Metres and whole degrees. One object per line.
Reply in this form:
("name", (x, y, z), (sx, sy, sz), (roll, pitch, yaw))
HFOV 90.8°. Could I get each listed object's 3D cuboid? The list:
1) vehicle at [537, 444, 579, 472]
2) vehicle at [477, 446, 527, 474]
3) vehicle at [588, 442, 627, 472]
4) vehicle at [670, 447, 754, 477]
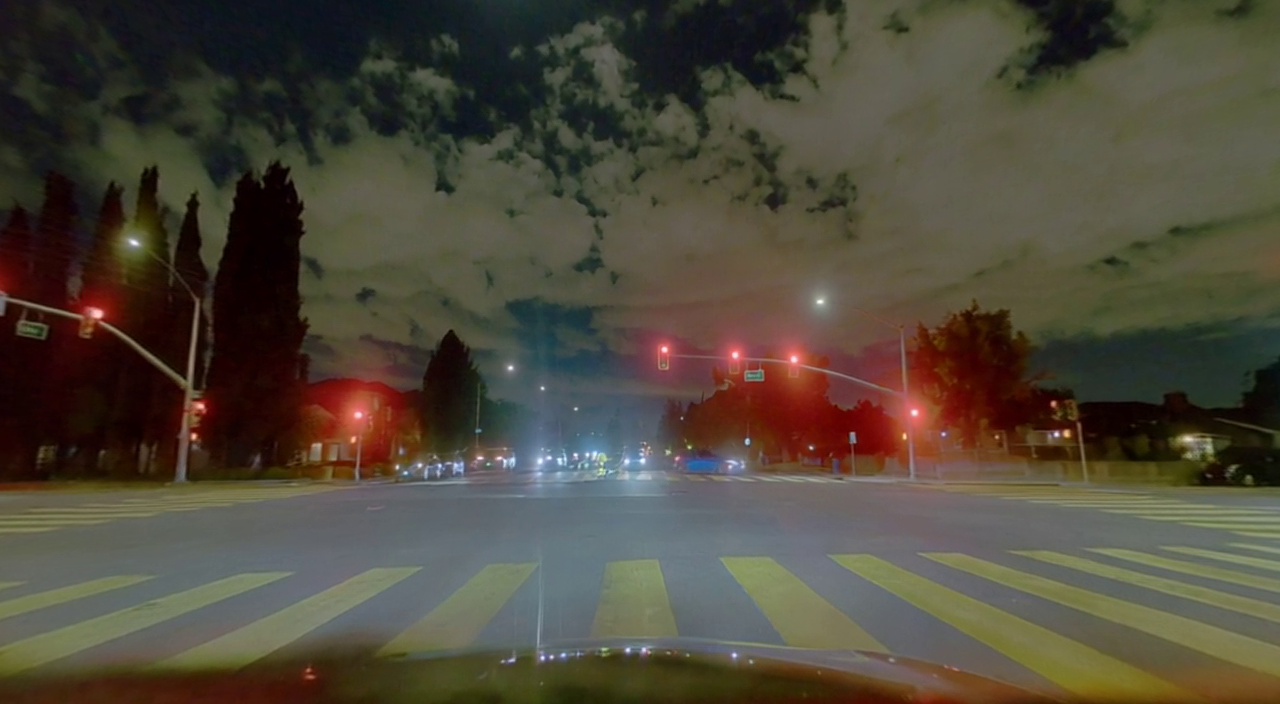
("vehicle", (-5.232, 6.801, 40.726), (2.091, 1.707, 4.157), (0, -9, 1))
("vehicle", (-8.659, 6.770, 40.035), (2.028, 1.654, 5.027), (0, -9, 0))
("vehicle", (-2.073, 6.952, 41.976), (2.355, 1.868, 5.125), (0, -9, 0))
("vehicle", (3.724, 5.750, 33.218), (4.118, 1.491, 2.046), (0, -8, -1))
